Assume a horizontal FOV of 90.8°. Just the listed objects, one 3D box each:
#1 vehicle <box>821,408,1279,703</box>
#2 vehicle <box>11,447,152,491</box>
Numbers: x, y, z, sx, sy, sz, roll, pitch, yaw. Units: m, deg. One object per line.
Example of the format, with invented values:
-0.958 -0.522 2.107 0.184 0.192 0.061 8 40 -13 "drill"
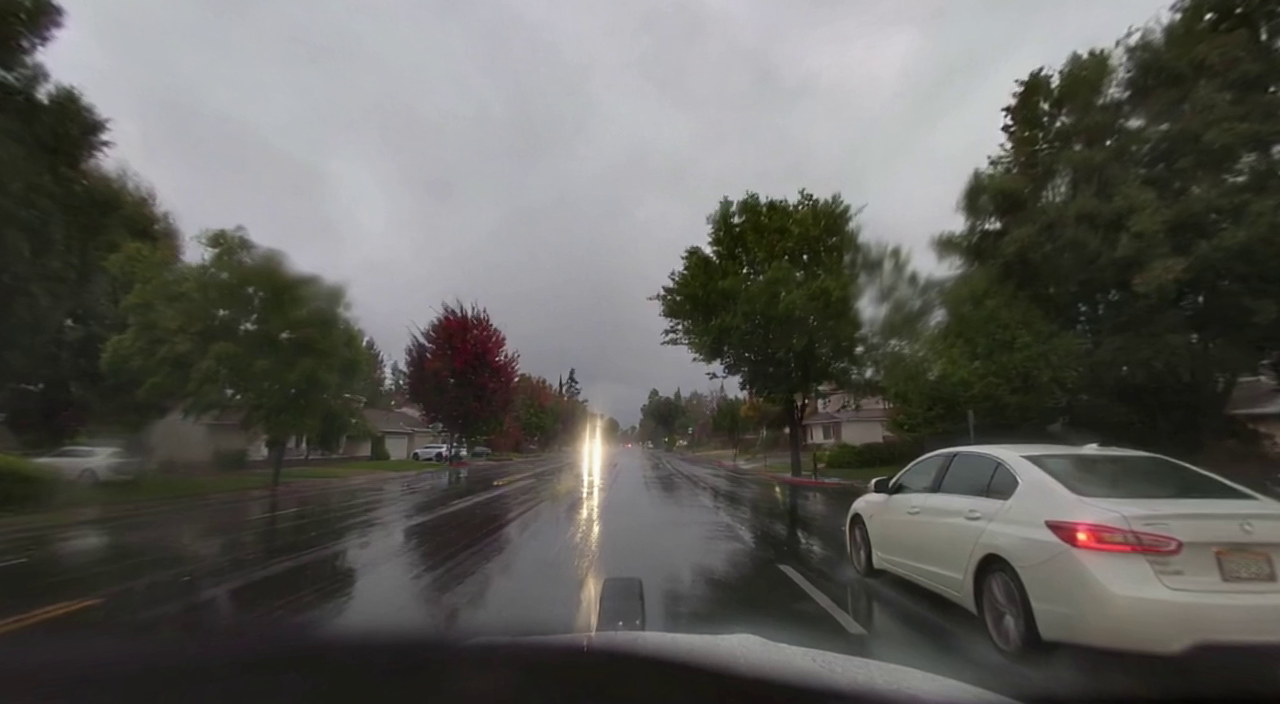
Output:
3.084 1.313 4.912 2.057 1.493 4.225 0 -8 -1 "vehicle"
-23.789 4.970 27.018 4.230 1.721 2.028 -1 -8 4 "vehicle"
